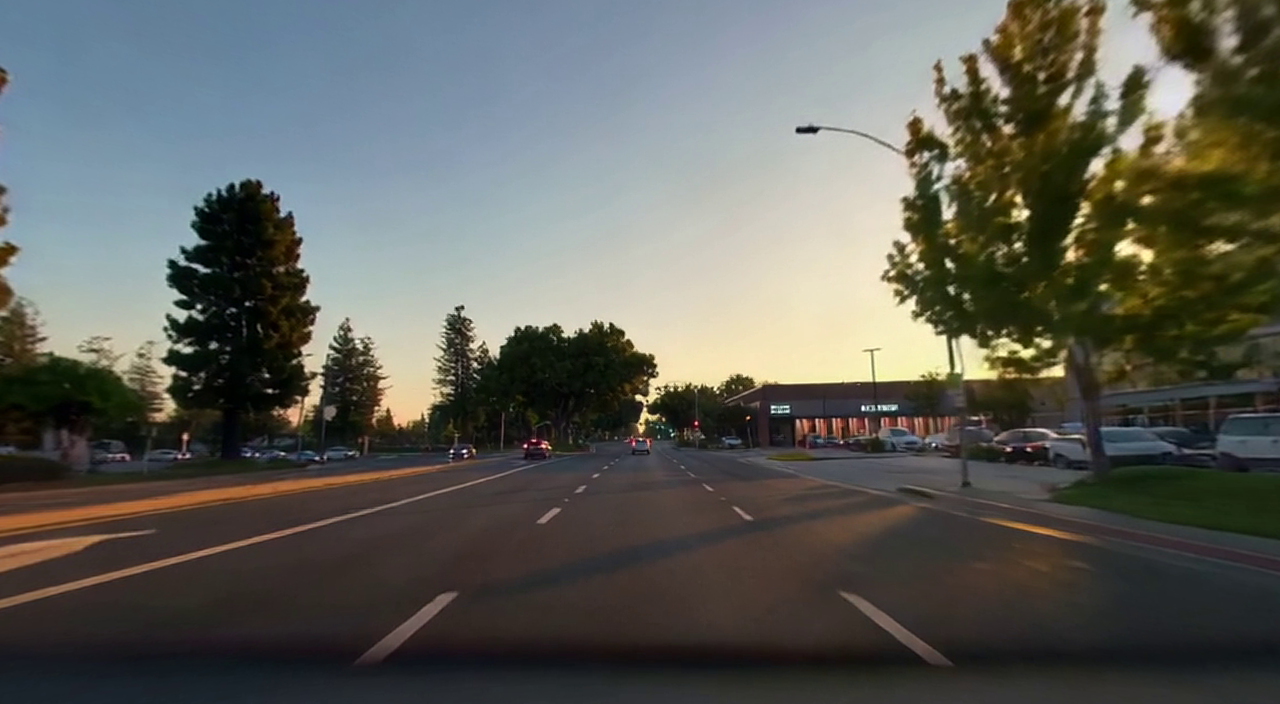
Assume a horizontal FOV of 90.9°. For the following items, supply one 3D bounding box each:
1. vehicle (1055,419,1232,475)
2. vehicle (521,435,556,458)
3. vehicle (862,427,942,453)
[{"bbox_3d":[17.085,3.231,21.553,4.362,1.455,1.816,-5,-7,1],"label":"vehicle"},{"bbox_3d":[-7.790,7.305,48.870,2.231,1.650,5.052,0,-8,-4],"label":"vehicle"},{"bbox_3d":[17.526,5.898,42.332,4.498,1.671,1.887,-1,-8,3],"label":"vehicle"}]
